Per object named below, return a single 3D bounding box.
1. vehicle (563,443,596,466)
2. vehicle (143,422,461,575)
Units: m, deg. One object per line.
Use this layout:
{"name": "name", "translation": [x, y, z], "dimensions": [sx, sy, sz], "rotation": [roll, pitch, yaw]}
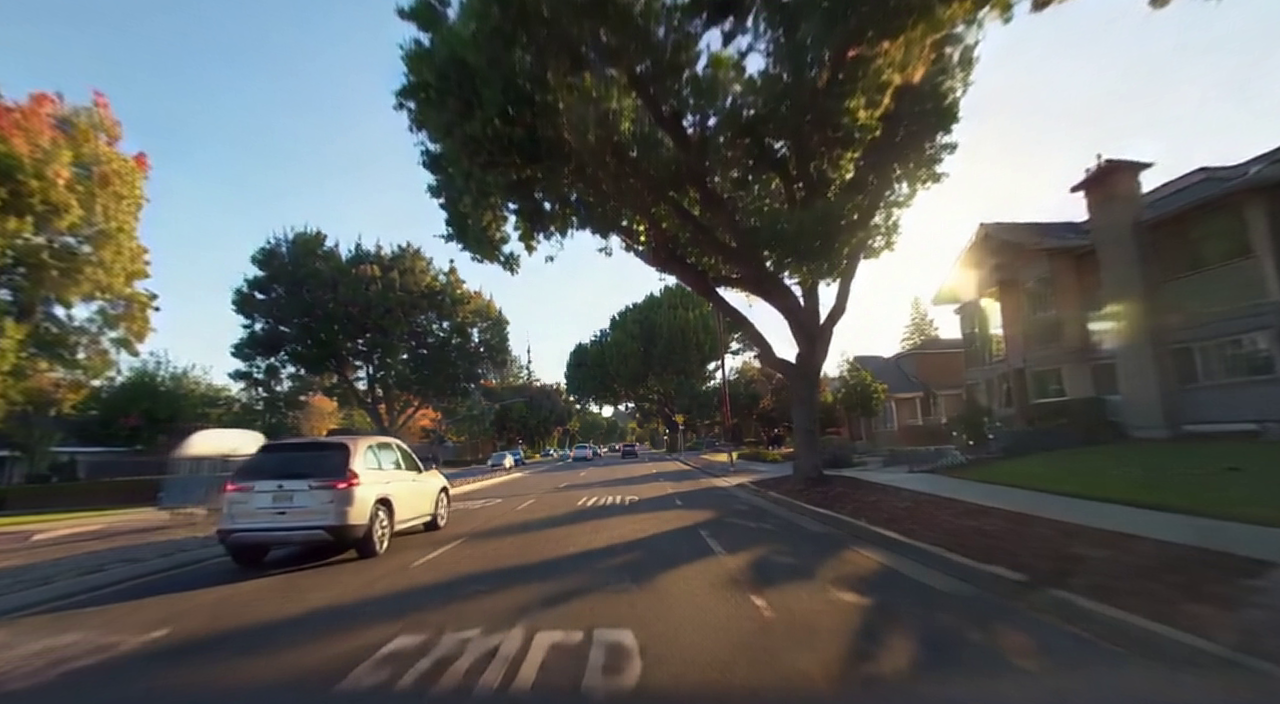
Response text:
{"name": "vehicle", "translation": [-4.642, 7.964, 49.228], "dimensions": [2.065, 1.714, 4.272], "rotation": [0, -9, 1]}
{"name": "vehicle", "translation": [-4.486, 2.005, 9.516], "dimensions": [2.169, 1.706, 4.638], "rotation": [0, -9, 1]}
